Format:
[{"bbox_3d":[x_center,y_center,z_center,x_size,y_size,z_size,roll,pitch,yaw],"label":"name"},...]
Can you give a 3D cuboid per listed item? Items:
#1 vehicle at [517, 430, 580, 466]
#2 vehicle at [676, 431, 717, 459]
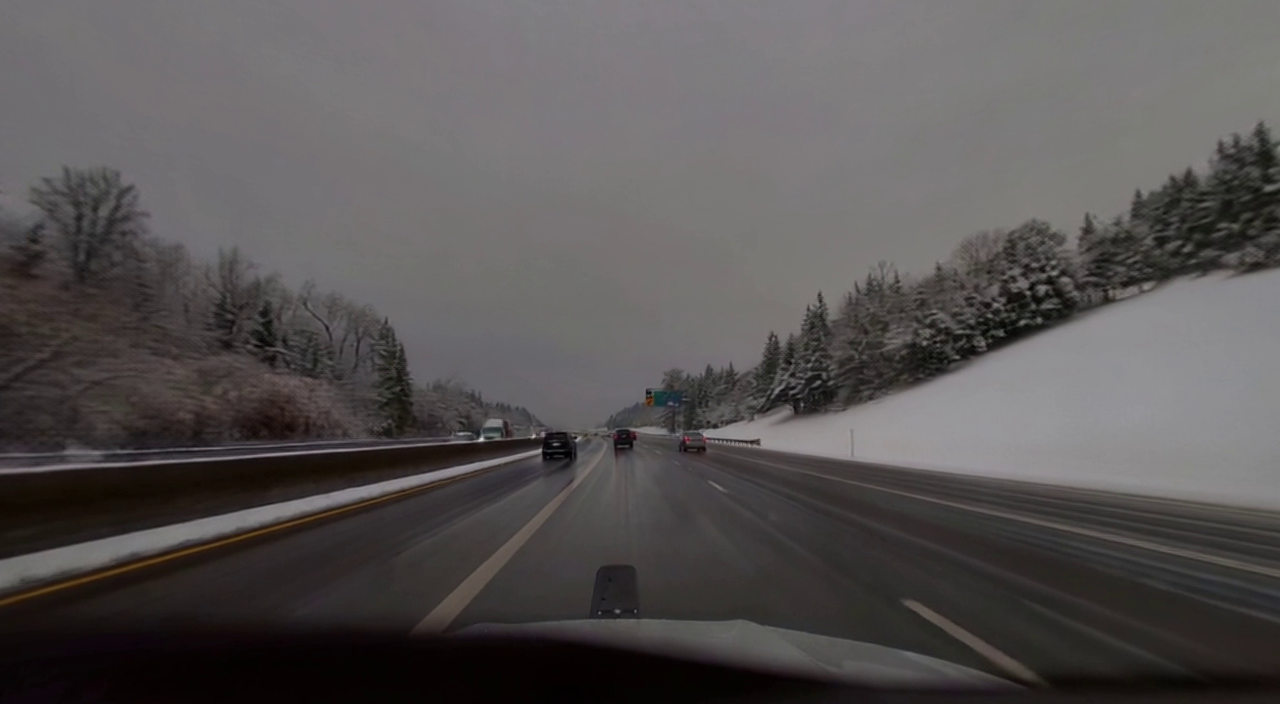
[{"bbox_3d":[-4.018,4.272,28.316,2.204,1.486,4.121,0,-8,0],"label":"vehicle"},{"bbox_3d":[3.100,5.169,35.100,1.806,1.469,3.681,0,-8,-2],"label":"vehicle"}]
